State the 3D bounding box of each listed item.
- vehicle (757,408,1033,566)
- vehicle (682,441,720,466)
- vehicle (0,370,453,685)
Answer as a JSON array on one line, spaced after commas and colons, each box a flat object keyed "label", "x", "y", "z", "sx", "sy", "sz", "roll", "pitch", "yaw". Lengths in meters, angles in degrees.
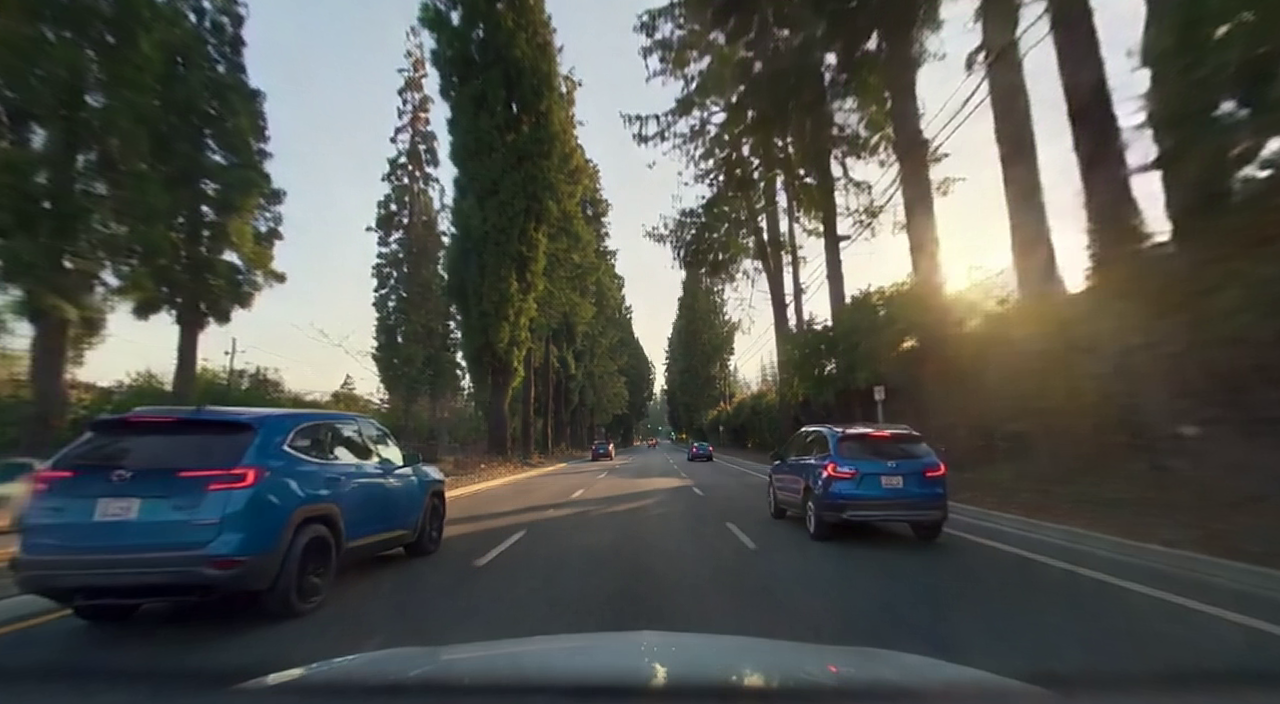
[{"label": "vehicle", "x": 3.261, "y": 1.825, "z": 9.313, "sx": 2.182, "sy": 1.744, "sz": 4.464, "roll": 0, "pitch": -8, "yaw": 0}, {"label": "vehicle", "x": 3.726, "y": 6.316, "z": 39.370, "sx": 1.906, "sy": 1.468, "sz": 4.422, "roll": 0, "pitch": -8, "yaw": 0}, {"label": "vehicle", "x": -3.542, "y": 1.318, "z": 5.923, "sx": 2.104, "sy": 1.785, "sz": 4.494, "roll": 0, "pitch": -8, "yaw": 1}]
